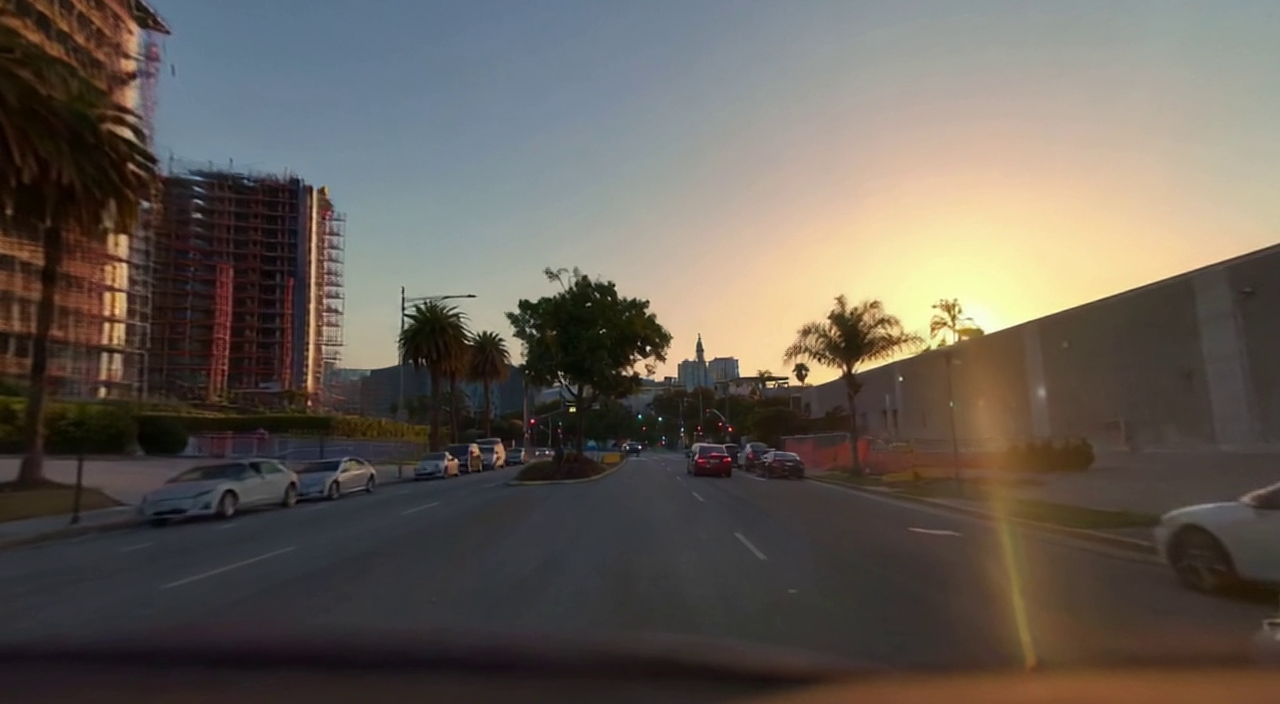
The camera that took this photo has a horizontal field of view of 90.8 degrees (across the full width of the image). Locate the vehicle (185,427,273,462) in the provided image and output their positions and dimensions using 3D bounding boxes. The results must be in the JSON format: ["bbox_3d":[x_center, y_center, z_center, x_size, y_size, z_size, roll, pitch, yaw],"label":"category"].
[{"bbox_3d":[-19.942,4.507,30.641,3.575,1.571,1.912,-5,-10,27],"label":"vehicle"}]

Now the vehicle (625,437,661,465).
[{"bbox_3d":[0.238,6.573,41.976,2.264,1.798,4.258,0,-9,1],"label":"vehicle"}]

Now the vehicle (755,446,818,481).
[{"bbox_3d":[6.610,5.076,29.015,1.819,1.435,4.337,0,-9,-1],"label":"vehicle"}]

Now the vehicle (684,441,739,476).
[{"bbox_3d":[3.261,4.954,29.556,1.999,1.487,3.939,0,-9,-2],"label":"vehicle"}]

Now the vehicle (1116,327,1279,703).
[{"bbox_3d":[3.086,0.527,0.516,1.953,1.687,4.344,0,-9,0],"label":"vehicle"}]

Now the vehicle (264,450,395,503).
[{"bbox_3d":[-9.553,3.831,19.944,1.821,1.448,4.591,0,-9,0],"label":"vehicle"}]

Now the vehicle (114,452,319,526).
[{"bbox_3d":[-9.674,3.123,14.959,1.826,1.445,4.325,0,-9,0],"label":"vehicle"}]

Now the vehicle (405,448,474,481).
[{"bbox_3d":[-9.784,5.478,31.192,1.804,1.478,4.734,0,-9,0],"label":"vehicle"}]

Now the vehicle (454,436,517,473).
[{"bbox_3d":[-9.777,6.633,40.516,2.294,1.948,6.025,-6,-11,1],"label":"vehicle"}]
